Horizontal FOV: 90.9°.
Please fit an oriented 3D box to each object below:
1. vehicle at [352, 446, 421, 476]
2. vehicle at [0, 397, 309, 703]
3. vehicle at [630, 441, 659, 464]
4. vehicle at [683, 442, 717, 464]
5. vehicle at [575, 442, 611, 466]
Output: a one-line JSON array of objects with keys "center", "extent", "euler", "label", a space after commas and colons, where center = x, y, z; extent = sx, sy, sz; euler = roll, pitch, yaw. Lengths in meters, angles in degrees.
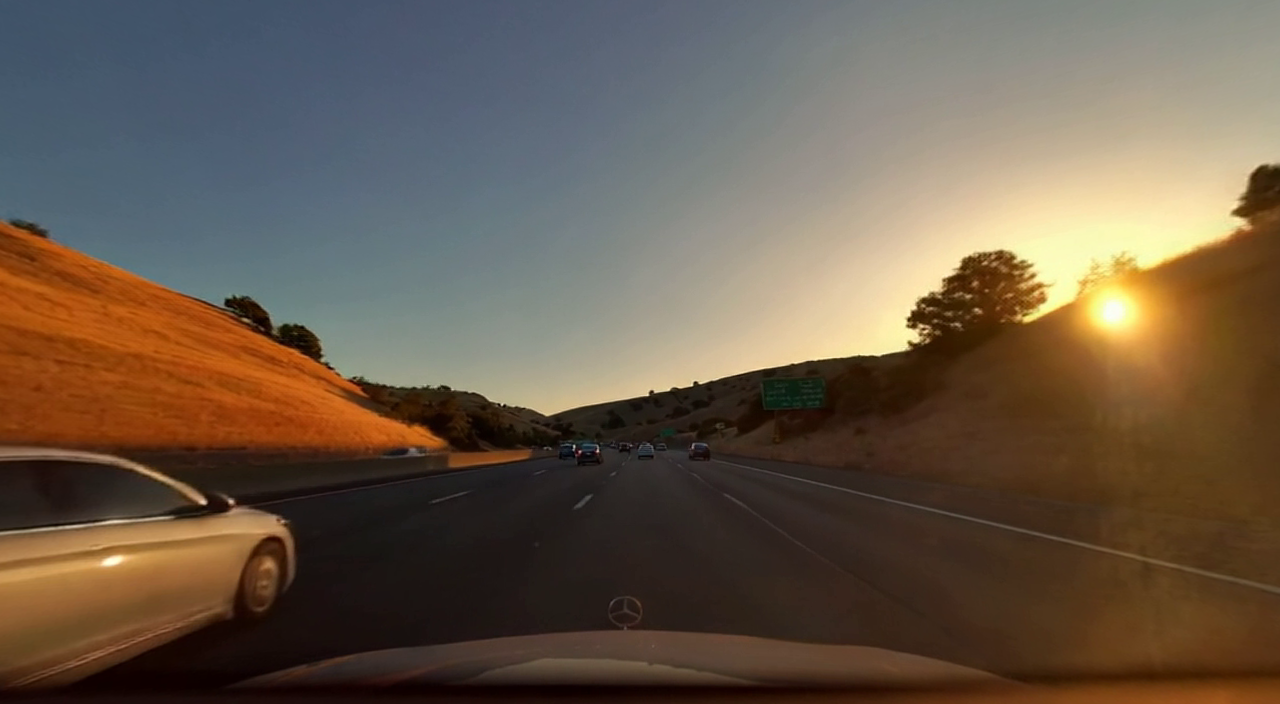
[{"center": [-13.269, 5.703, 33.249], "extent": [1.815, 1.414, 4.210], "euler": [0, -8, 1], "label": "vehicle"}, {"center": [-3.375, 0.899, 2.129], "extent": [1.997, 1.502, 4.554], "euler": [0, -8, 1], "label": "vehicle"}, {"center": [0.324, 7.541, 47.462], "extent": [2.031, 1.566, 3.904], "euler": [0, -8, 0], "label": "vehicle"}, {"center": [4.420, 7.480, 46.808], "extent": [2.027, 1.525, 4.348], "euler": [0, -8, -1], "label": "vehicle"}, {"center": [-3.200, 7.053, 43.863], "extent": [2.091, 1.552, 4.516], "euler": [0, -8, 0], "label": "vehicle"}]
